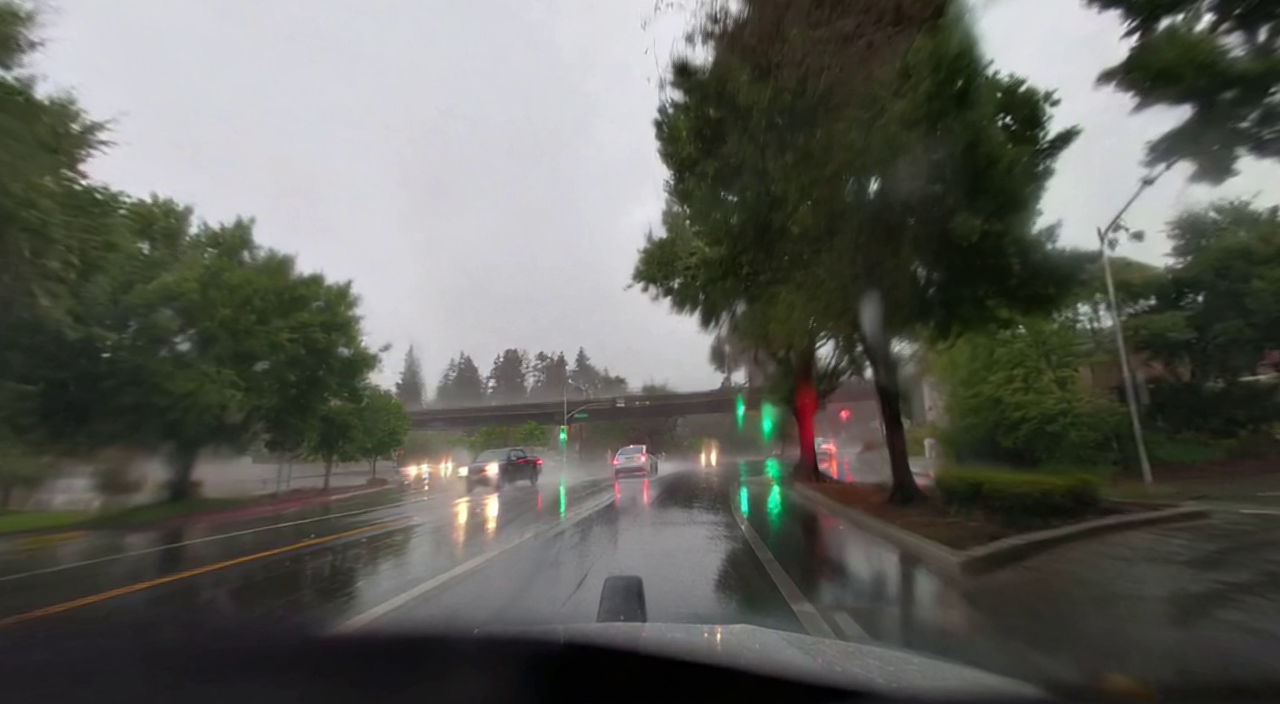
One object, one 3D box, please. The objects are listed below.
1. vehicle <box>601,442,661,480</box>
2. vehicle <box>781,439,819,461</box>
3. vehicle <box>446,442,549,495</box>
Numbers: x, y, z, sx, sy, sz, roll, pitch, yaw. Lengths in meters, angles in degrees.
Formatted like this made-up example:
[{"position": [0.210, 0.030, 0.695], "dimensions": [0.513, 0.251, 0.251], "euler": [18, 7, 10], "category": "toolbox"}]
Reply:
[{"position": [-0.312, 4.897, 28.717], "dimensions": [1.997, 1.542, 4.202], "euler": [-1, -9, 9], "category": "vehicle"}, {"position": [11.784, 7.169, 46.198], "dimensions": [2.058, 1.475, 4.587], "euler": [-3, -9, 22], "category": "vehicle"}, {"position": [-5.493, 4.569, 25.336], "dimensions": [2.177, 1.871, 5.550], "euler": [-1, -9, 7], "category": "vehicle"}]
